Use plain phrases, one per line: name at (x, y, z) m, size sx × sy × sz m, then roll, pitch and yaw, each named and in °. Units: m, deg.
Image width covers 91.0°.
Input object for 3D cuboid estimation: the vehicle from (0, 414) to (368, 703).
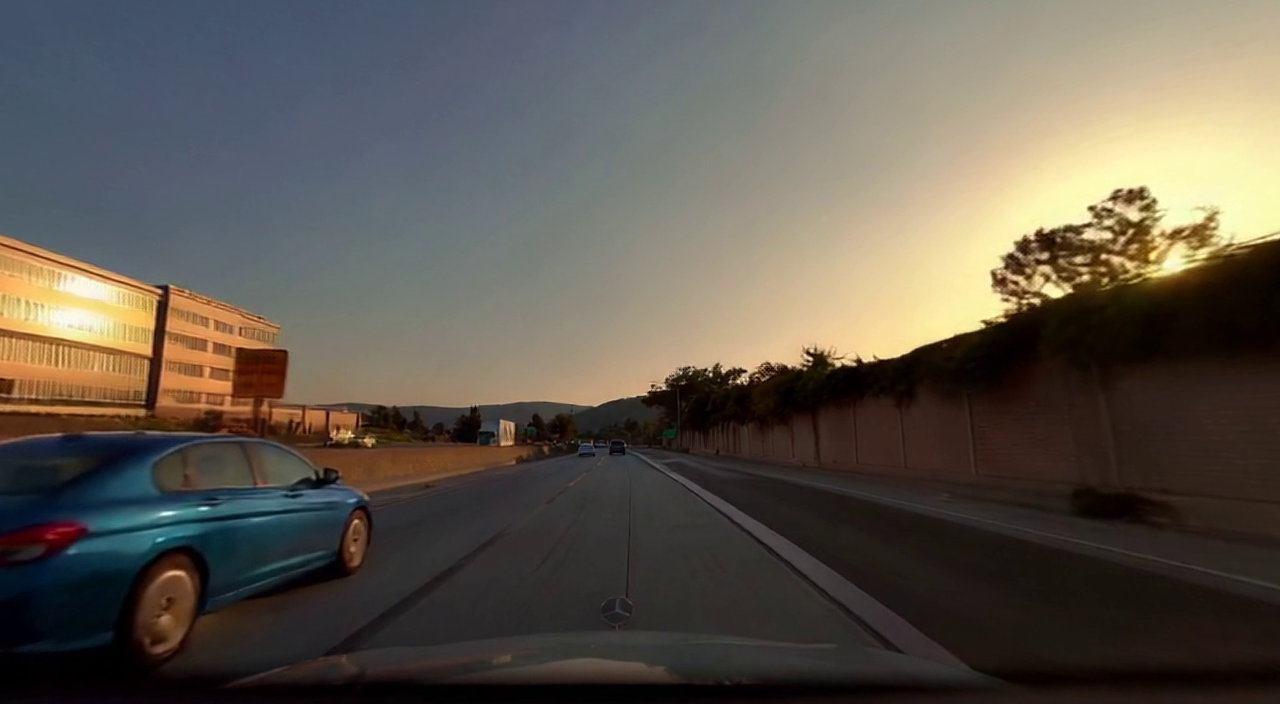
vehicle at (-3.683, 1.226, 4.206) m, size 1.916 × 1.451 × 4.166 m, roll 0°, pitch -8°, yaw -1°
